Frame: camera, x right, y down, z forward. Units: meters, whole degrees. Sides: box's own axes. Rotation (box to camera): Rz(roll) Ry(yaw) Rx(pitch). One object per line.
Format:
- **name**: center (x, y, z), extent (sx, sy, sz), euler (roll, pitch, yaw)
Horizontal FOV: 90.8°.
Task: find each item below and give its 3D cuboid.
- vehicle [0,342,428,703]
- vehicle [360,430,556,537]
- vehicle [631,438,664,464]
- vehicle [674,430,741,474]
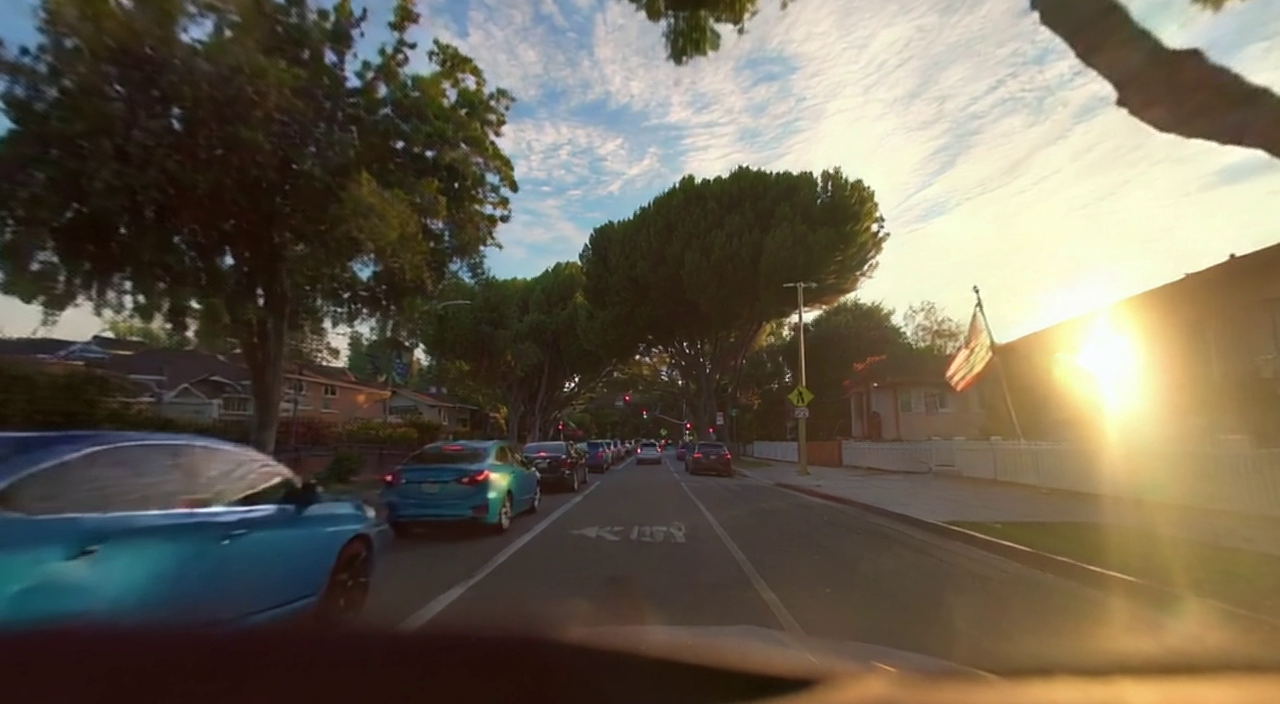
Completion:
- **vehicle**: center (-3.049, 1.027, 3.615), extent (1.971, 1.639, 4.487), euler (-1, -9, 2)
- **vehicle**: center (-2.841, 2.169, 11.051), extent (1.970, 1.477, 4.380), euler (-1, -9, 2)
- **vehicle**: center (0.459, 6.001, 38.400), extent (1.927, 1.453, 3.848), euler (0, -9, 1)
- **vehicle**: center (2.728, 4.236, 26.794), extent (2.258, 1.682, 4.635), euler (0, -9, -1)
